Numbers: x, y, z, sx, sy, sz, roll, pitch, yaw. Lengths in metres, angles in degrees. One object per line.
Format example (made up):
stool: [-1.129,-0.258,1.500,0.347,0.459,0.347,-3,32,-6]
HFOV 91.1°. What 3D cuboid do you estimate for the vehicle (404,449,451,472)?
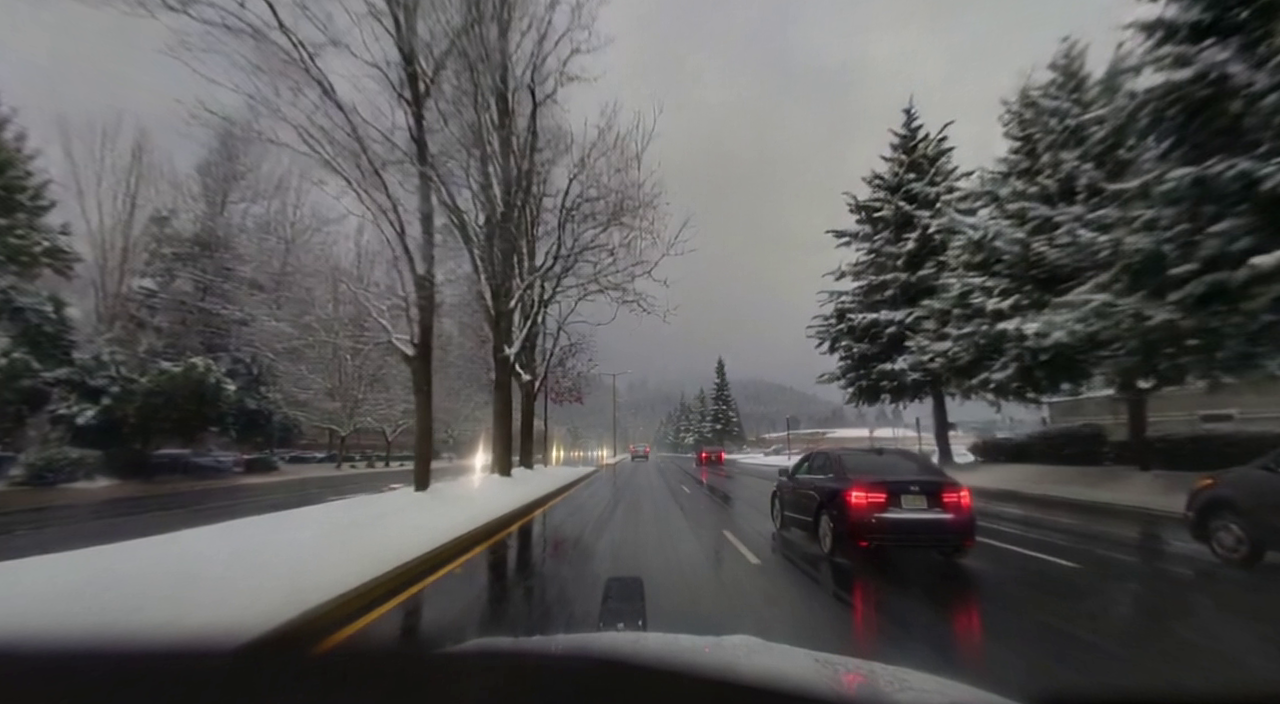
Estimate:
vehicle: [-15.770,8.058,46.807,1.951,1.628,4.325,0,-9,1]

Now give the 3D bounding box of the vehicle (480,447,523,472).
vehicle: [-8.862,6.908,40.432,1.853,1.504,3.791,0,-9,1]

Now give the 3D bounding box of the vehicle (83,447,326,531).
vehicle: [-8.882,2.776,13.434,1.919,1.474,4.444,0,-9,1]

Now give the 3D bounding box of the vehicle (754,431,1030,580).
vehicle: [2.974,1.897,8.655,1.935,1.501,4.384,0,-8,-1]
